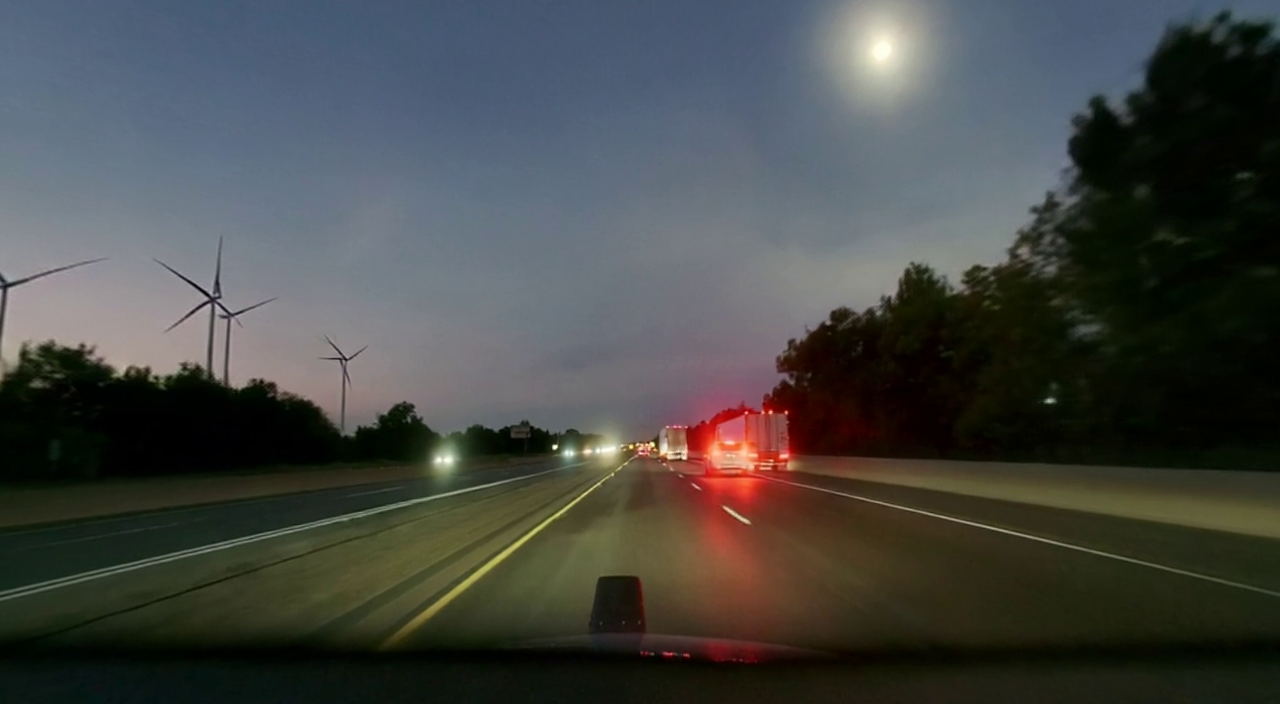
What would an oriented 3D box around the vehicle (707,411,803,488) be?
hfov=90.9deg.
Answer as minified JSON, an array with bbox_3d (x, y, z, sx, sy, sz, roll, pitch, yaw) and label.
[{"bbox_3d":[4.325,3.864,24.932,2.609,2.648,5.397,0,-9,-2],"label":"vehicle"}]
